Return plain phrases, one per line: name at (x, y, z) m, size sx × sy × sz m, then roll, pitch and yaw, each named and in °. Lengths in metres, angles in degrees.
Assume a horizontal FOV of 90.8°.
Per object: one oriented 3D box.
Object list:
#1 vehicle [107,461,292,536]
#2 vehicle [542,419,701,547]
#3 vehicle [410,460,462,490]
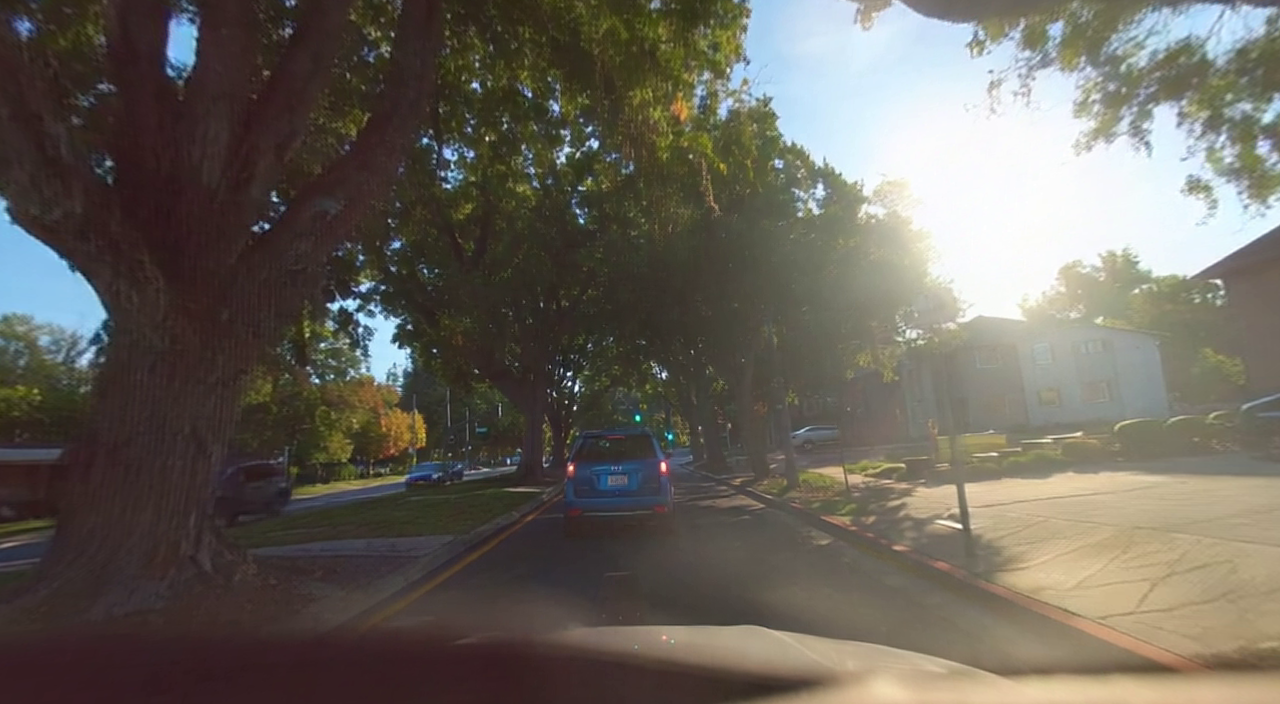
vehicle at (-12.273, 4.066, 18.092) m, size 1.971 × 1.718 × 4.539 m, roll 0°, pitch -8°, yaw 0°
vehicle at (-0.259, 2.059, 10.522) m, size 2.136 × 1.703 × 3.910 m, roll 0°, pitch -8°, yaw 0°
vehicle at (-12.205, 7.374, 38.057) m, size 1.714 × 1.578 × 4.218 m, roll 0°, pitch -8°, yaw 0°
